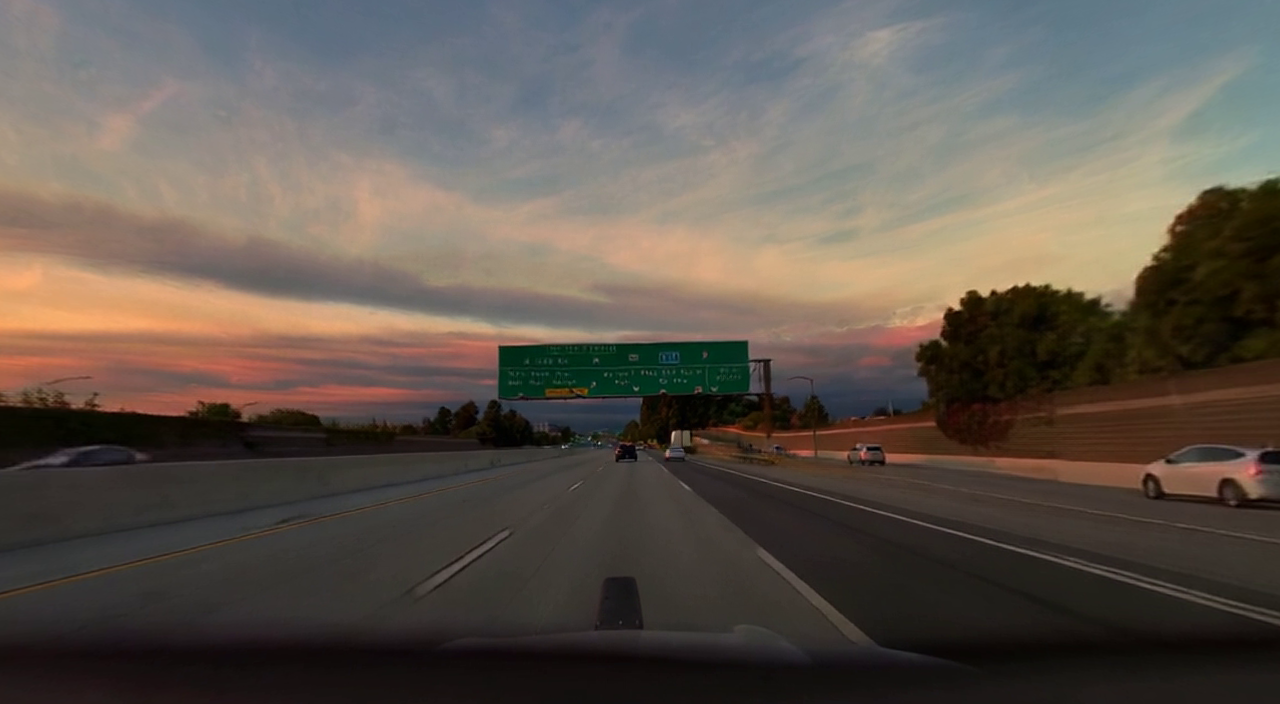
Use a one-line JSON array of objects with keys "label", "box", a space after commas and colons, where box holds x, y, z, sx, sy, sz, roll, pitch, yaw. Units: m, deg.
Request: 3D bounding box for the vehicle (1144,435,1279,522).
[{"label": "vehicle", "box": [13.341, 2.608, 13.290, 1.912, 1.673, 4.438, 0, -9, 2]}]

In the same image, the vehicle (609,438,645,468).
[{"label": "vehicle", "box": [-0.753, 6.188, 38.757, 2.121, 1.739, 4.087, 0, -9, 0]}]

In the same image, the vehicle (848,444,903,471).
[{"label": "vehicle", "box": [14.471, 6.508, 39.077, 1.867, 1.563, 4.436, 0, -9, 3]}]

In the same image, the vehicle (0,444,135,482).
[{"label": "vehicle", "box": [-25.405, 4.896, 28.173, 1.931, 1.538, 4.599, 0, -9, 0]}]
